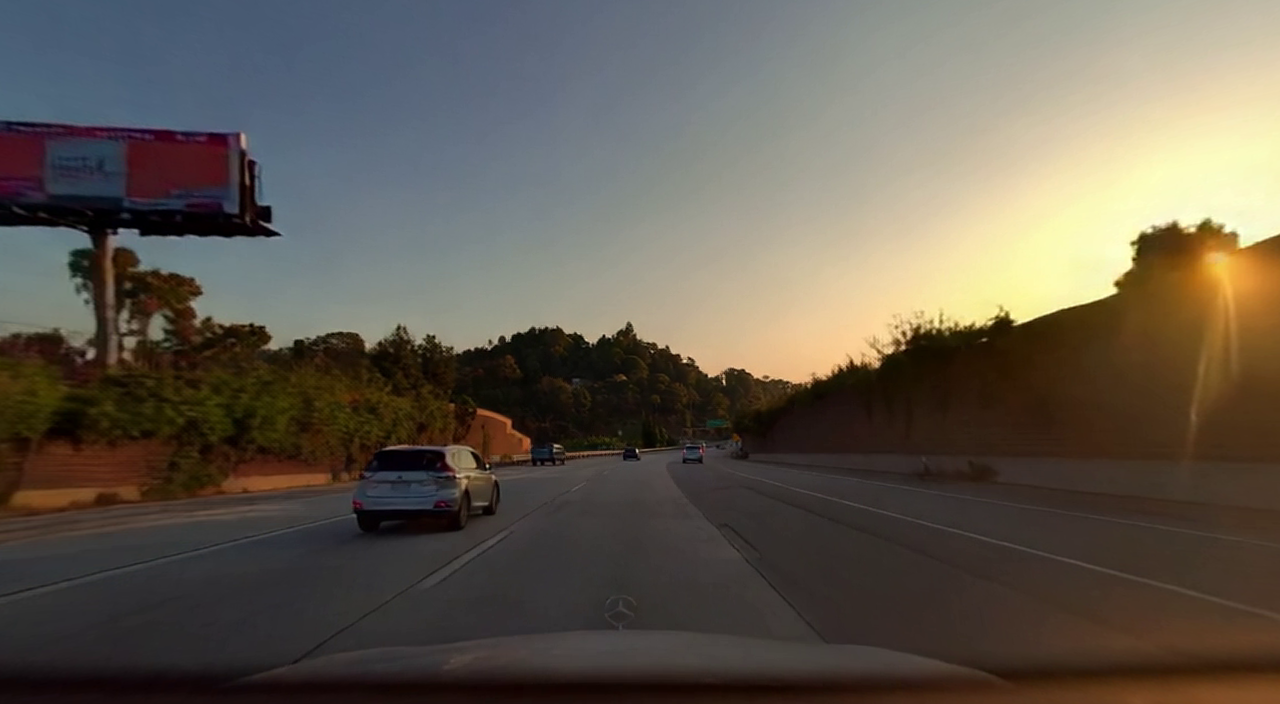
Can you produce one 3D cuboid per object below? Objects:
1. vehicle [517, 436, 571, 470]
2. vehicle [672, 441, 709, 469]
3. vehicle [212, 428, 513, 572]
[{"bbox_3d":[-6.197,6.663,41.748,2.383,2.048,5.875,0,-9,3],"label":"vehicle"},{"bbox_3d":[3.401,7.123,43.639,2.211,1.814,4.404,0,-9,0],"label":"vehicle"},{"bbox_3d":[-3.355,1.894,8.889,2.192,1.482,4.454,0,-9,0],"label":"vehicle"}]
